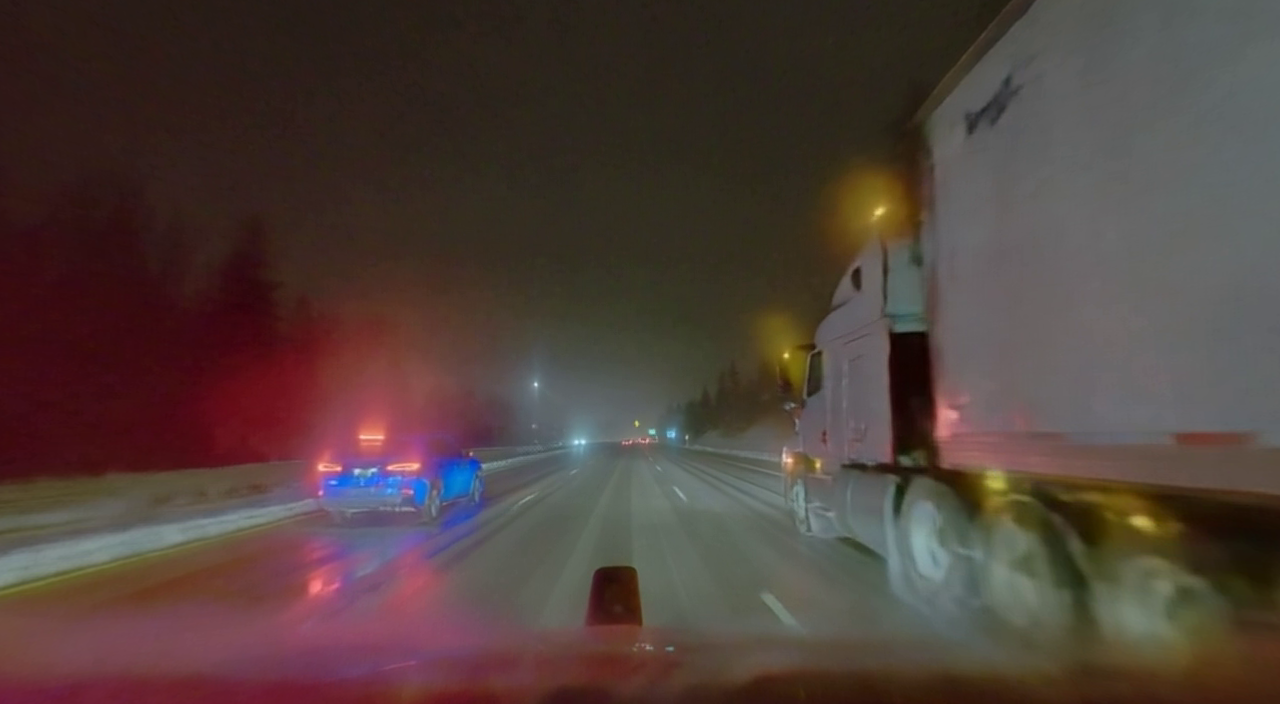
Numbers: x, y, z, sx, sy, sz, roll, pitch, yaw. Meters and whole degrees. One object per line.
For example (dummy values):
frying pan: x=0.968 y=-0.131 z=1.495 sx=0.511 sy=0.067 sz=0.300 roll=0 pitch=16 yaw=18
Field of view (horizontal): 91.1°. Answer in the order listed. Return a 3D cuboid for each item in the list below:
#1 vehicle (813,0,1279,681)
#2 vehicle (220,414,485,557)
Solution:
vehicle: x=3.872 y=-0.291 z=5.090 sx=2.945 sy=3.778 sz=6.405 roll=0 pitch=-7 yaw=-1
vehicle: x=-3.933 y=1.881 z=9.683 sx=2.063 sy=1.661 sz=4.439 roll=0 pitch=-8 yaw=-2
